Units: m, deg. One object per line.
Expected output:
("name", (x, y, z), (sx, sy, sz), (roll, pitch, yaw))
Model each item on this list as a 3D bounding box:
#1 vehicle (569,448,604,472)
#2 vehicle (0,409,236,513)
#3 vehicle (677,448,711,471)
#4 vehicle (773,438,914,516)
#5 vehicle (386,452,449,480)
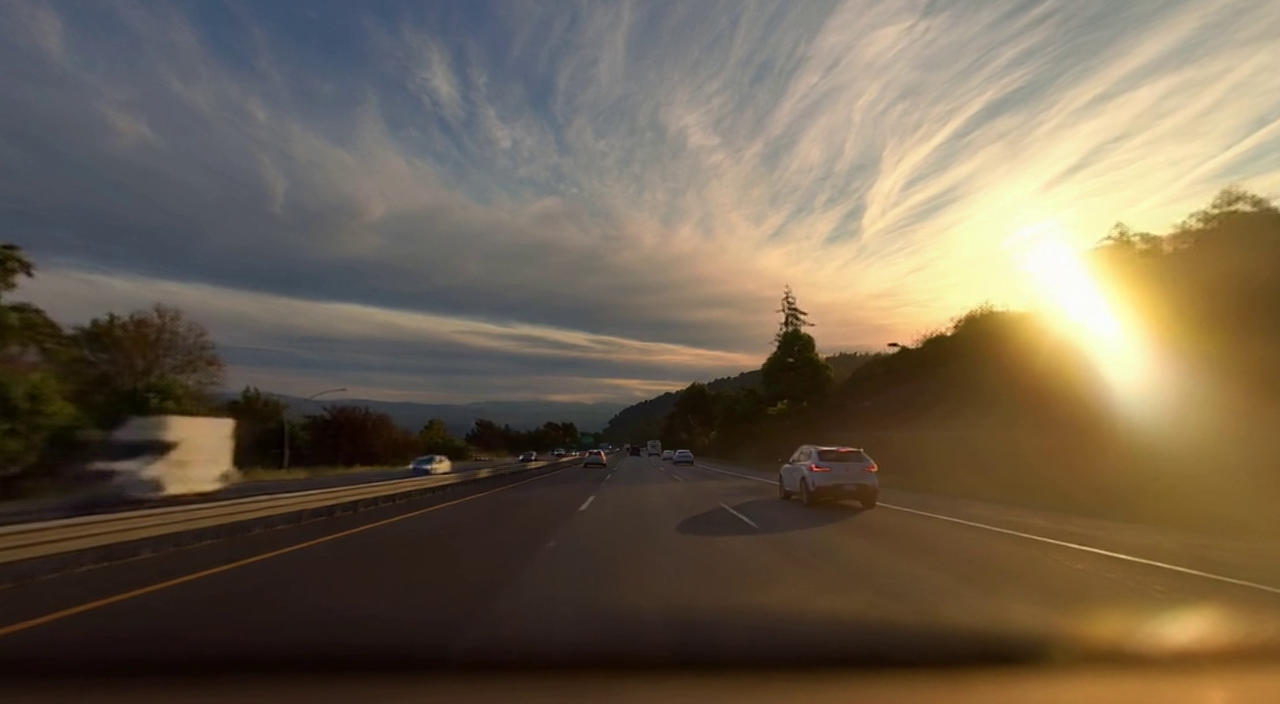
("vehicle", (-3.491, 7.166, 42.142), (2.021, 1.507, 4.272), (0, -9, -1))
("vehicle", (-15.237, 3.211, 18.980), (2.246, 2.611, 5.858), (0, -9, -1))
("vehicle", (3.594, 7.191, 42.317), (1.846, 1.480, 3.694), (0, -9, -2))
("vehicle", (4.586, 2.861, 14.909), (1.903, 1.566, 3.866), (0, -9, -2))
("vehicle", (-12.180, 6.256, 34.895), (1.951, 1.462, 4.378), (0, -9, -1))
